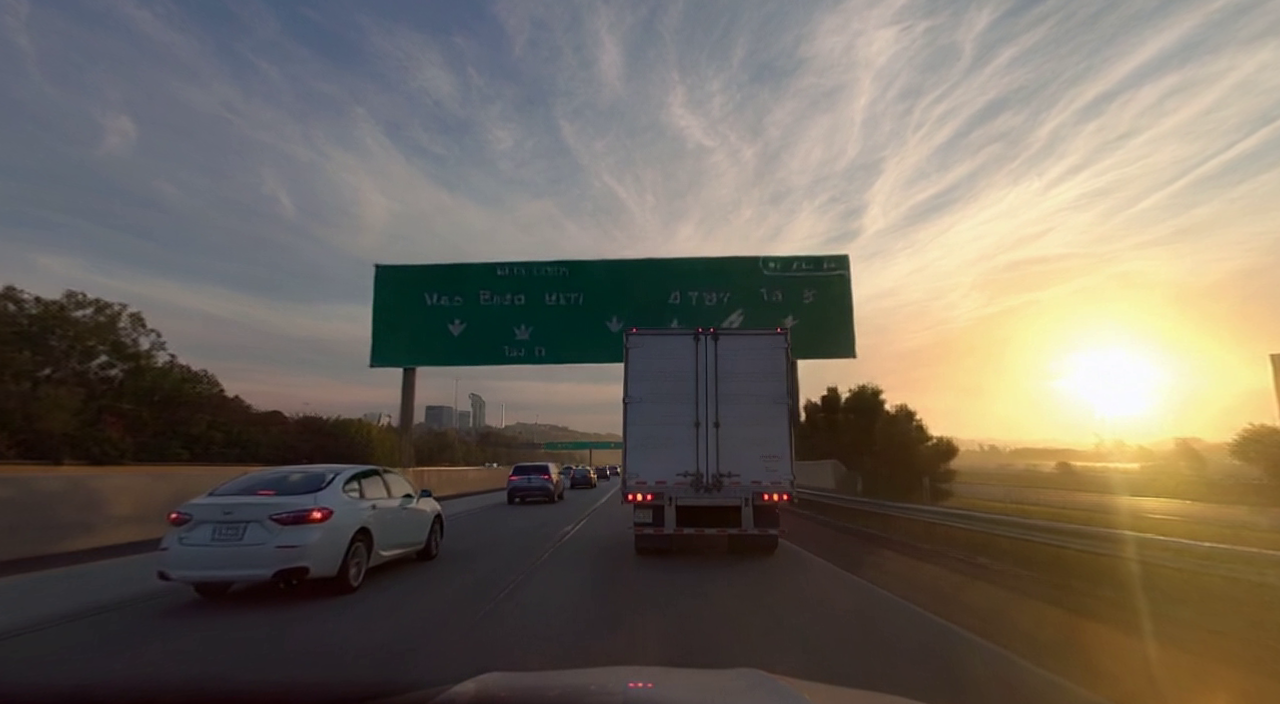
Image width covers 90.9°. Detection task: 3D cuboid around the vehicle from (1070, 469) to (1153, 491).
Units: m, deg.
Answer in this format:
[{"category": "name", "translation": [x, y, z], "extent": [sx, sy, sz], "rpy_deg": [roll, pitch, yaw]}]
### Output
[{"category": "vehicle", "translation": [33.674, 9.167, 45.064], "extent": [4.299, 1.465, 1.807], "rpy_deg": [-1, -11, 9]}]

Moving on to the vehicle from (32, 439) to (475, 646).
[{"category": "vehicle", "translation": [-3.518, 1.865, 7.128], "extent": [1.983, 1.509, 4.679], "rpy_deg": [1, -11, 1]}]

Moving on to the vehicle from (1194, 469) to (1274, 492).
[{"category": "vehicle", "translation": [42.188, 9.120, 44.756], "extent": [3.974, 1.485, 1.709], "rpy_deg": [1, -11, -3]}]

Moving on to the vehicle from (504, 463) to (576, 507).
[{"category": "vehicle", "translation": [-3.712, 5.056, 24.160], "extent": [1.964, 1.482, 4.371], "rpy_deg": [0, -11, 1]}]

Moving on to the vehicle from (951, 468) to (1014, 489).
[{"category": "vehicle", "translation": [26.404, 9.767, 48.712], "extent": [4.107, 1.485, 1.796], "rpy_deg": [-4, -11, 23]}]

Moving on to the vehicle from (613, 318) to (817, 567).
[{"category": "vehicle", "translation": [1.011, 2.039, 13.338], "extent": [2.831, 3.529, 8.689], "rpy_deg": [1, -11, -1]}]

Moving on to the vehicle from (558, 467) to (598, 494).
[{"category": "vehicle", "translation": [-3.470, 7.333, 36.016], "extent": [1.867, 1.418, 3.670], "rpy_deg": [0, -11, 1]}]
